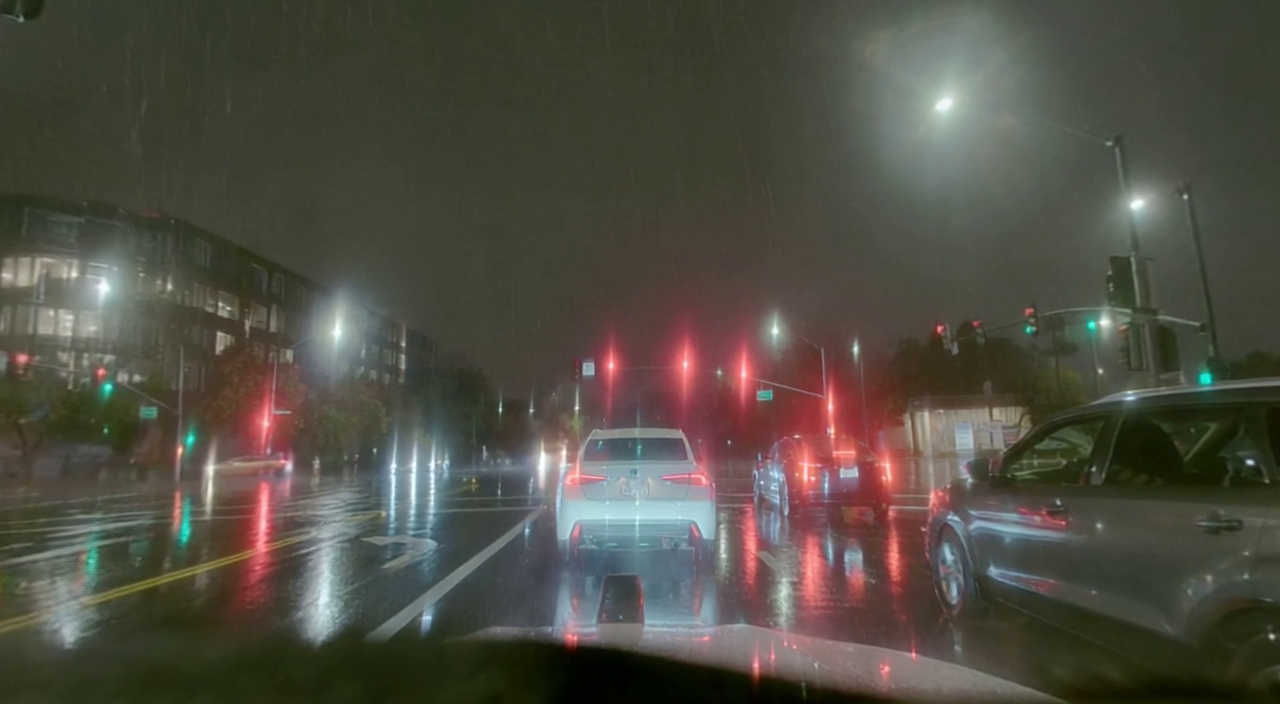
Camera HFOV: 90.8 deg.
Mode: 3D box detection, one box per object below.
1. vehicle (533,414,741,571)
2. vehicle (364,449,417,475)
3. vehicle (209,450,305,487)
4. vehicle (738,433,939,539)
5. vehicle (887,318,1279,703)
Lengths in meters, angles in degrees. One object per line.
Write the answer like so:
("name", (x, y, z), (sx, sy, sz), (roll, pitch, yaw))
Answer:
("vehicle", (-0.079, 1.783, 8.760), (2.188, 1.637, 4.027), (0, -8, -1))
("vehicle", (-18.755, 8.261, 47.763), (2.026, 1.836, 4.726), (0, -8, 0))
("vehicle", (-20.623, 6.236, 34.048), (4.448, 1.837, 2.021), (-3, -9, 21))
("vehicle", (3.144, 2.216, 11.154), (2.001, 1.463, 4.398), (0, -8, -2))
("vehicle", (3.003, 0.865, 2.674), (2.103, 1.701, 4.294), (0, -8, -1))
